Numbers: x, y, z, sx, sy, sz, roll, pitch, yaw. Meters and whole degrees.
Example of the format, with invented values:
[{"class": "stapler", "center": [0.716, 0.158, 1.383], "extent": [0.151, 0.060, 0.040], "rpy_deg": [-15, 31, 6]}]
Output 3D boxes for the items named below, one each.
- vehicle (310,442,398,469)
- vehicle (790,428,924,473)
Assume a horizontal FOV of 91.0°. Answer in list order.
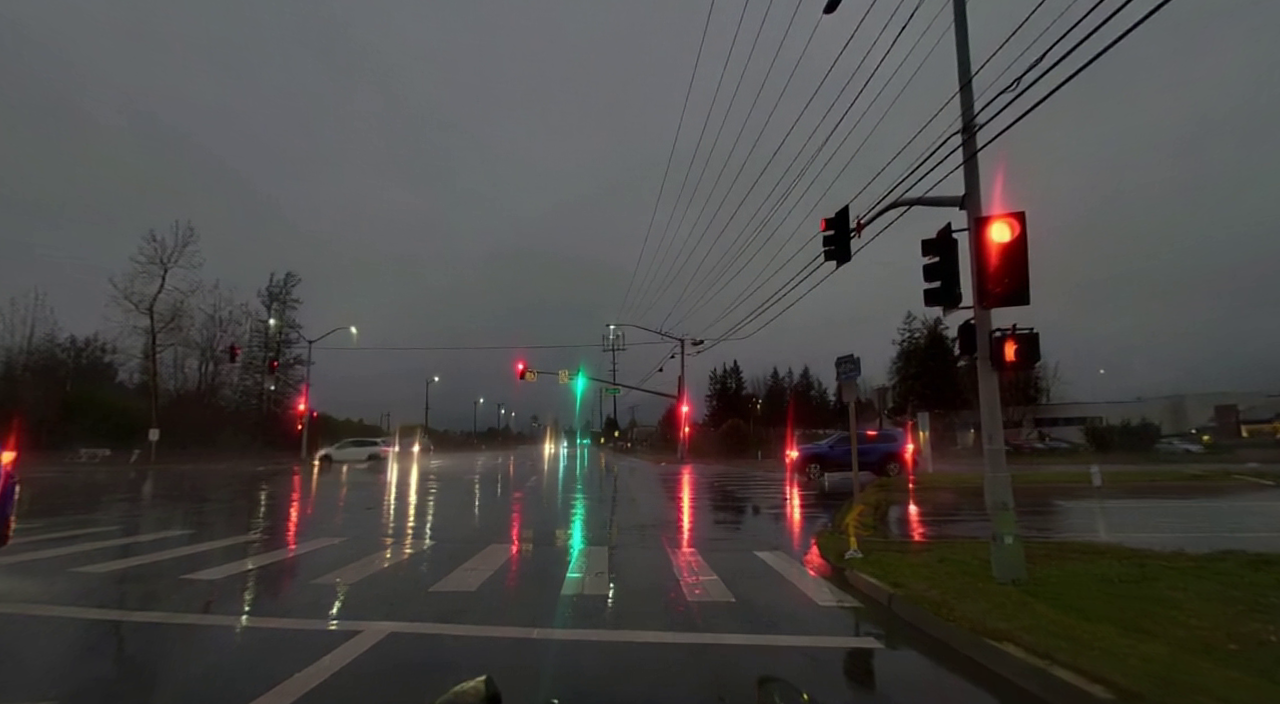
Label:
[{"class": "vehicle", "center": [-17.437, 6.327, 38.433], "extent": [4.529, 1.566, 1.842], "rpy_deg": [-1, -9, 9]}, {"class": "vehicle", "center": [8.697, 4.013, 25.725], "extent": [4.884, 1.714, 2.021], "rpy_deg": [-2, -9, 12]}]
